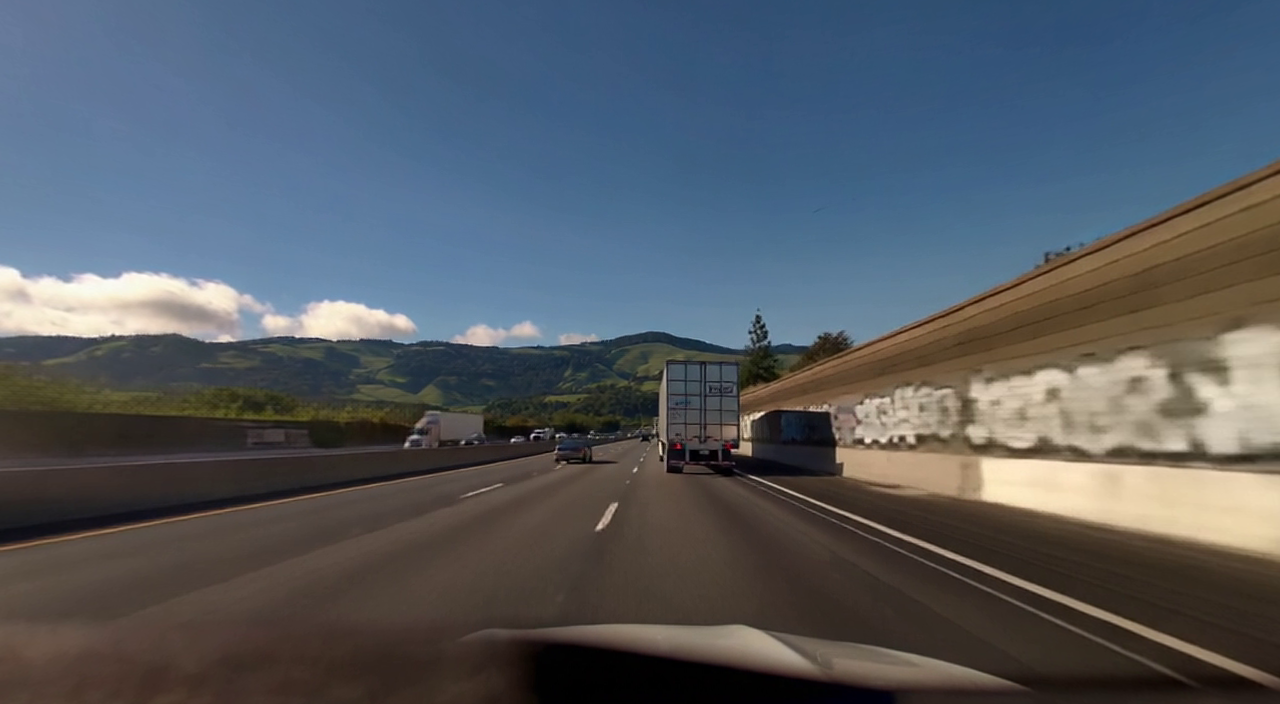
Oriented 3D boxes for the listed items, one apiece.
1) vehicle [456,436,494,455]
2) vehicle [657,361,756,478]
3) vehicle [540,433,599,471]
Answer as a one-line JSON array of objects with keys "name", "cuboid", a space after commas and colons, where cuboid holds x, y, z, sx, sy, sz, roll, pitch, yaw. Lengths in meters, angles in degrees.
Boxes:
[{"name": "vehicle", "cuboid": [-12.891, 7.296, 49.513, 1.812, 1.402, 4.019, 0, -8, 1]}, {"name": "vehicle", "cuboid": [2.280, 2.886, 25.778, 2.921, 3.765, 10.773, 0, -8, 0]}, {"name": "vehicle", "cuboid": [-3.084, 4.455, 28.430, 1.982, 1.535, 4.519, 0, -8, 2]}]
